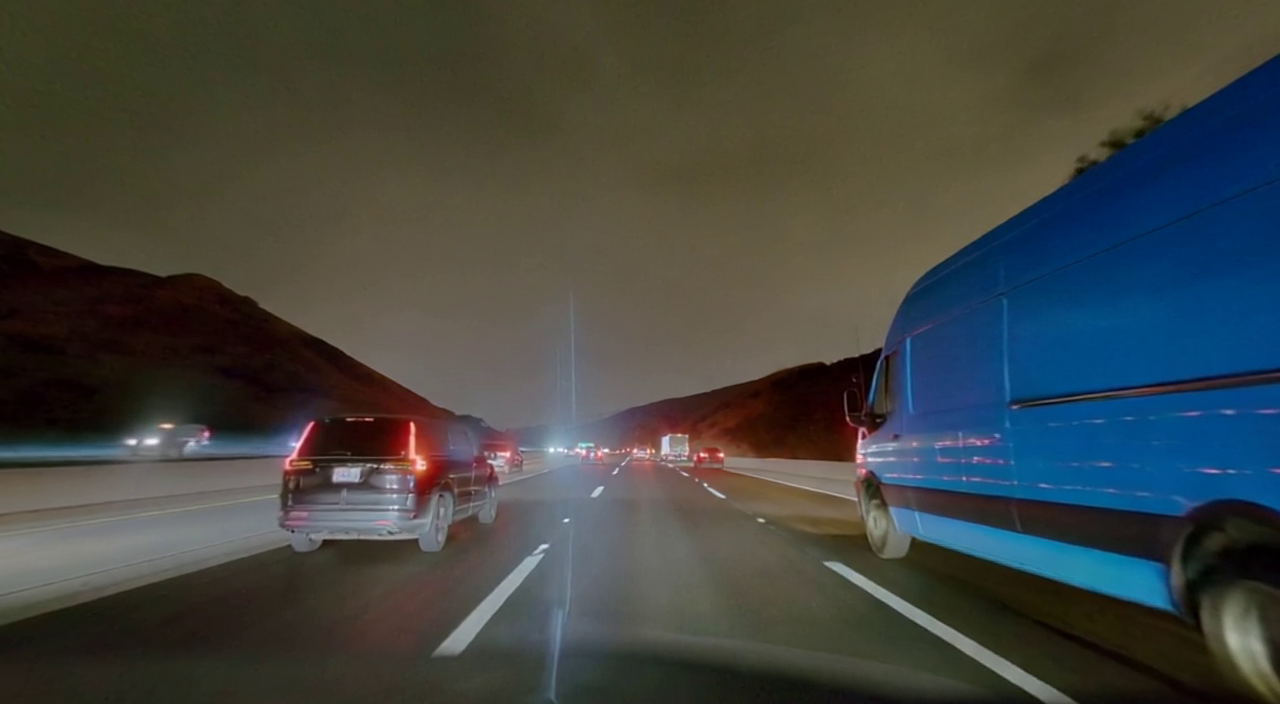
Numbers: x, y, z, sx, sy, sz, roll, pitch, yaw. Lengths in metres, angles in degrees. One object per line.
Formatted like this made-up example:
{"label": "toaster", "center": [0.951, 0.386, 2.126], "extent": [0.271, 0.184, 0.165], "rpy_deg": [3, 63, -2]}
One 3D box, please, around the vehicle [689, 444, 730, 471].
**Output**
{"label": "vehicle", "center": [4.305, 6.572, 39.474], "extent": [2.051, 1.598, 4.145], "rpy_deg": [0, -9, -1]}

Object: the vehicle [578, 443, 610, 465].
{"label": "vehicle", "center": [-3.472, 7.825, 48.311], "extent": [2.138, 1.581, 4.340], "rpy_deg": [0, -9, 0]}

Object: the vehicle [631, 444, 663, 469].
{"label": "vehicle", "center": [0.453, 6.988, 42.304], "extent": [2.014, 1.543, 3.804], "rpy_deg": [0, -9, 0]}

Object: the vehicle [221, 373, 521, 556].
{"label": "vehicle", "center": [-3.808, 1.800, 10.593], "extent": [2.421, 2.203, 5.775], "rpy_deg": [0, -9, 1]}

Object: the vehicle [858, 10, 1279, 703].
{"label": "vehicle", "center": [4.236, 0.407, 4.578], "extent": [2.764, 3.260, 7.019], "rpy_deg": [0, -9, 0]}
